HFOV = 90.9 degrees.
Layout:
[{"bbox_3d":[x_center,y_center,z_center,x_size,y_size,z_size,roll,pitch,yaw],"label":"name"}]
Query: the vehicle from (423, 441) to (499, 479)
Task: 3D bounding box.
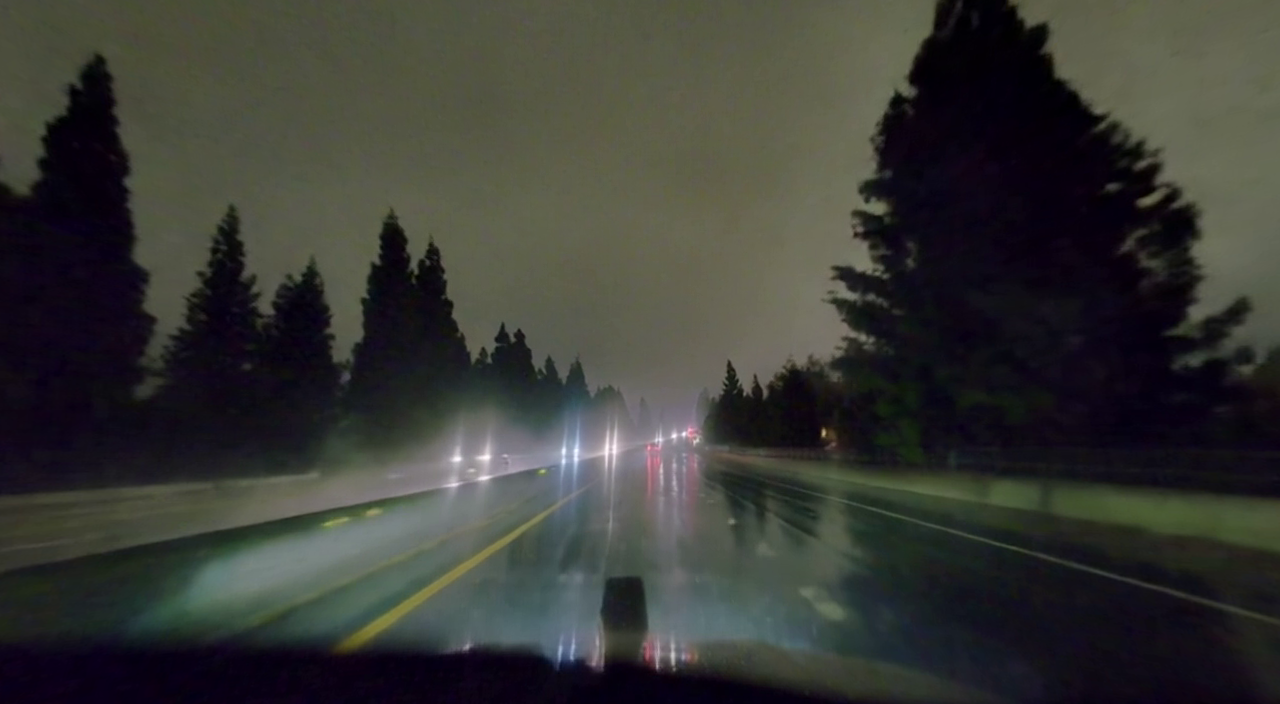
[{"bbox_3d":[-8.651,5.248,30.987,2.226,1.688,4.820,0,-8,1],"label":"vehicle"}]
